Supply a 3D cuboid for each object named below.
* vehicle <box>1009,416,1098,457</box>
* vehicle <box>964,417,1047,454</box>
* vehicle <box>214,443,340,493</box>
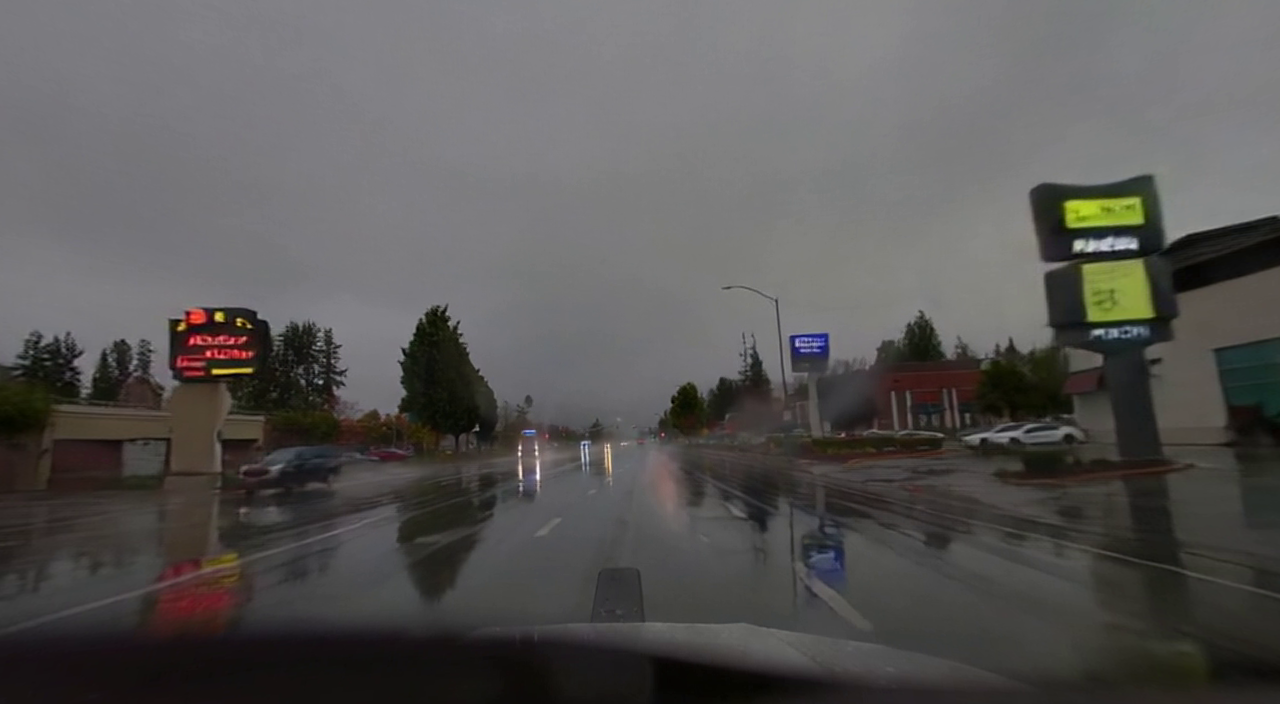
[{"bbox_3d":[17.846,3.663,27.227,4.277,1.605,1.920,7,-11,-40],"label":"vehicle"},{"bbox_3d":[17.967,4.135,30.946,4.704,1.652,1.948,7,-11,-40],"label":"vehicle"},{"bbox_3d":[-13.379,4.266,23.694,1.961,1.670,4.583,0,-8,1],"label":"vehicle"}]
